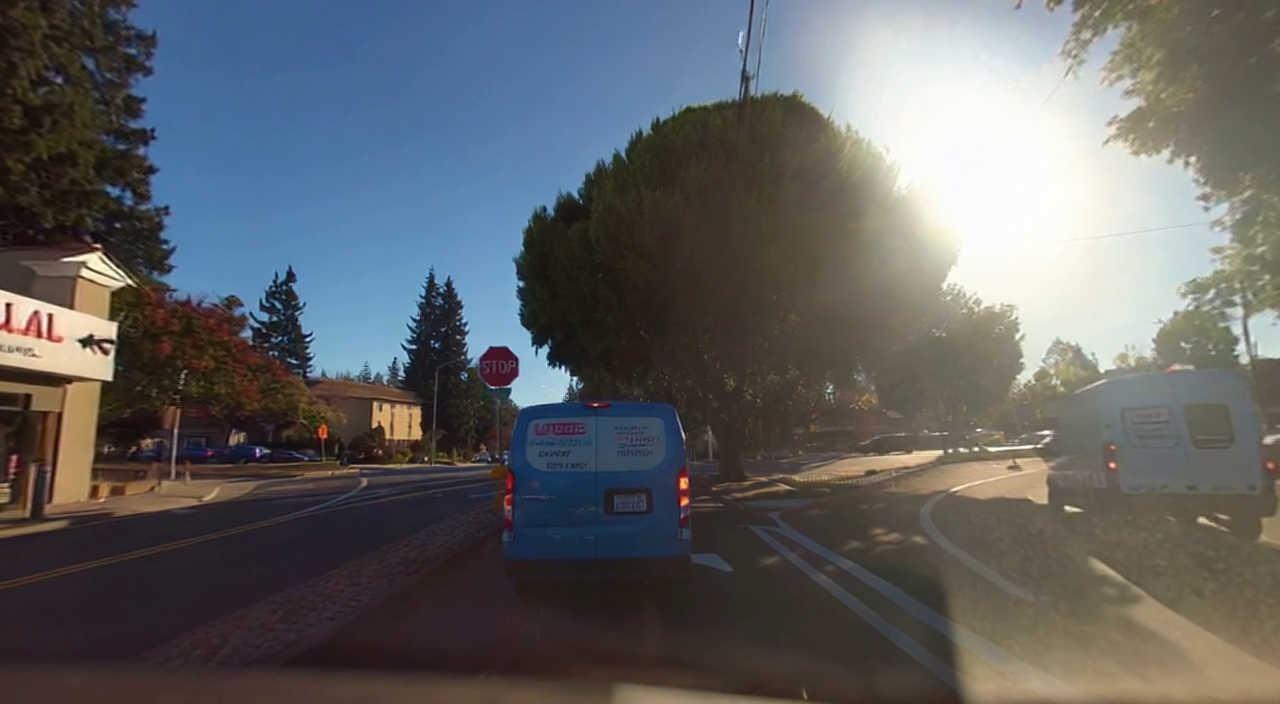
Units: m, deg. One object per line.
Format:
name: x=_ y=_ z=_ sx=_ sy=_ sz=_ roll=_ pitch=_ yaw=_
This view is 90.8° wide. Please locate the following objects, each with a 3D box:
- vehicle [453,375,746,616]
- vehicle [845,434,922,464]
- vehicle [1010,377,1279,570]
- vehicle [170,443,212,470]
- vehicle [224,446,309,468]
vehicle: x=-0.228 y=1.433 z=7.182 sx=2.237 sy=1.828 sz=4.546 roll=0 pitch=-9 yaw=2
vehicle: x=14.558 y=5.792 z=37.690 sx=4.512 sy=1.659 sz=1.985 roll=6 pitch=-10 yaw=-34
vehicle: x=7.824 y=1.812 z=10.145 sx=2.385 sy=2.196 sz=5.640 roll=-3 pitch=-9 yaw=23
vehicle: x=-29.822 y=6.949 z=42.089 sx=1.913 sy=1.682 sz=4.120 roll=5 pitch=-10 yaw=-31
vehicle: x=-25.936 y=7.273 z=43.984 sx=4.670 sy=1.472 sz=1.851 roll=1 pitch=-9 yaw=-9
